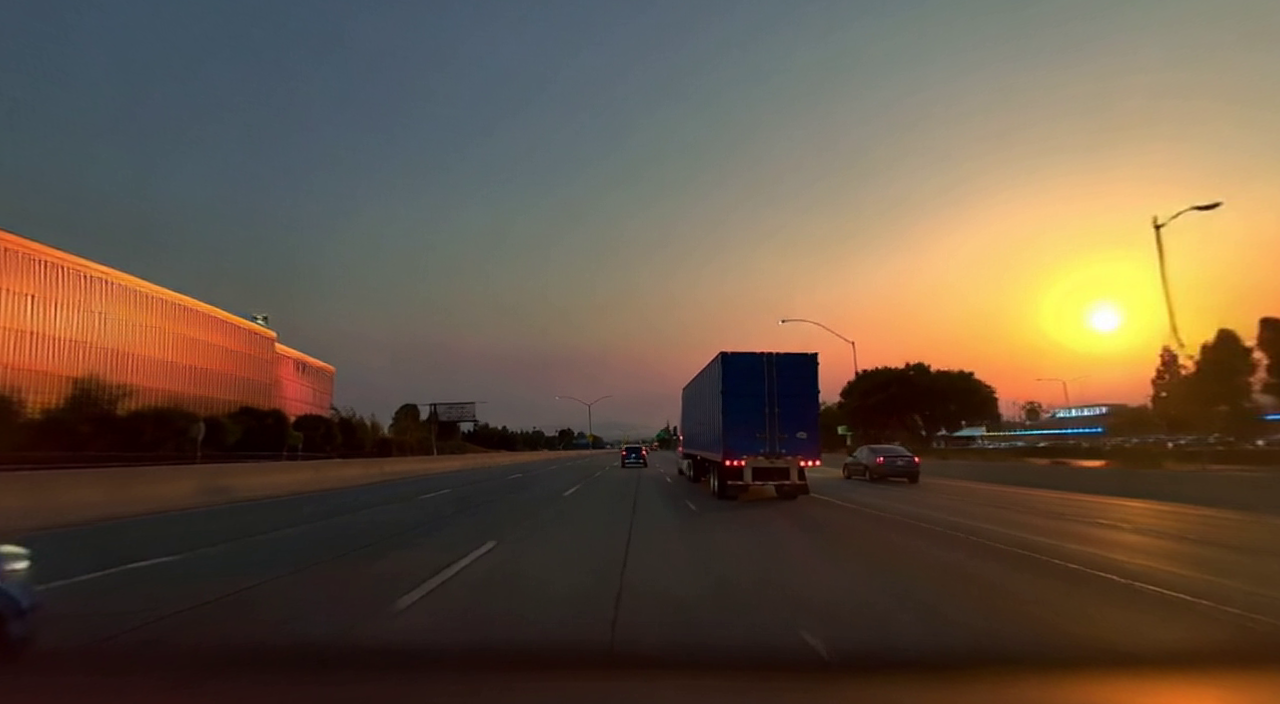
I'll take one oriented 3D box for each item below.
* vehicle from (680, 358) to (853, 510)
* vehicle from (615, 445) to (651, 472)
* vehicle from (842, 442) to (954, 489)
[{"bbox_3d":[3.114,2.595,19.409,2.934,3.325,10.986,0,-9,-1],"label":"vehicle"},{"bbox_3d":[-0.359,6.050,36.077,1.929,1.395,3.999,0,-9,0],"label":"vehicle"},{"bbox_3d":[9.141,4.050,22.895,2.105,1.494,4.537,0,-9,0],"label":"vehicle"}]
